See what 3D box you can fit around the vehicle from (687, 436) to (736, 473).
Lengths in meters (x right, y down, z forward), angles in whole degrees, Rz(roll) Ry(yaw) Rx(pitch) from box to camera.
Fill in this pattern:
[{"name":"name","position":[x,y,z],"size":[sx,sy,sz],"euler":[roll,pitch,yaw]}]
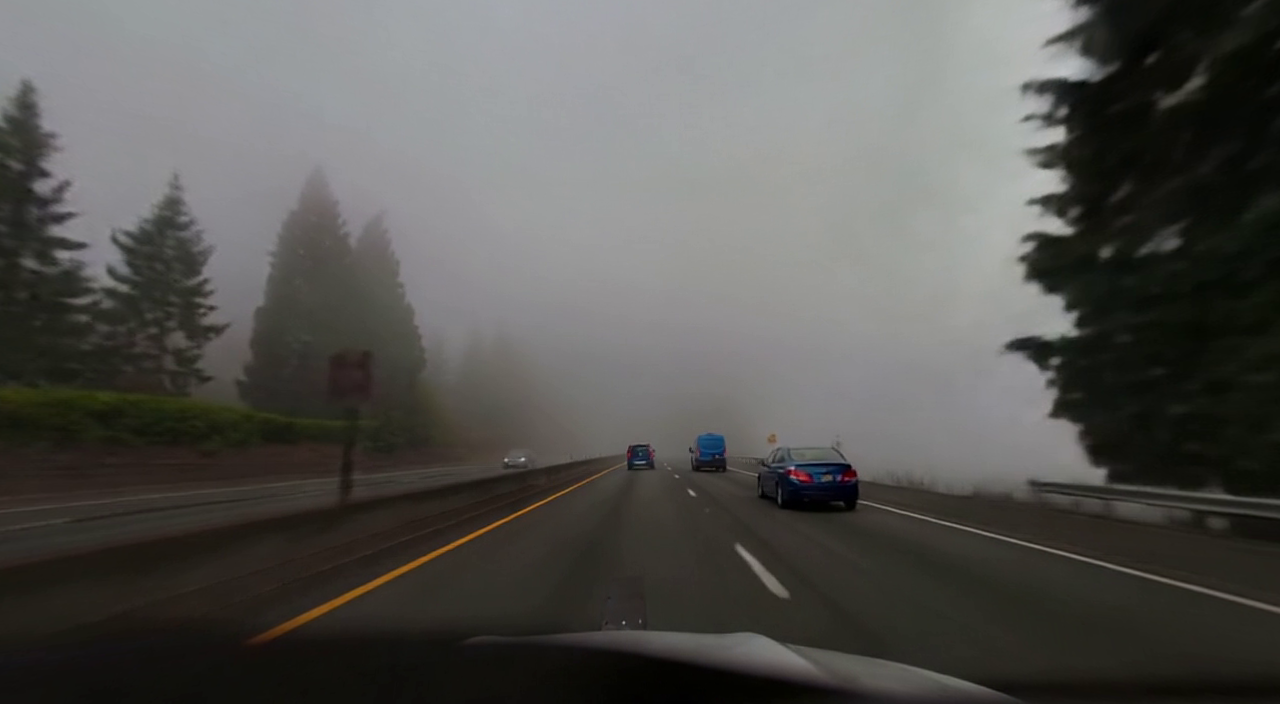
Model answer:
[{"name":"vehicle","position":[4.188,6.134,37.924],"size":[2.371,2.045,4.768],"euler":[0,-9,0]}]

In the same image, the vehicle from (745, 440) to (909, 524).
[{"name":"vehicle","position":[3.665,2.646,13.466],"size":[2.043,1.431,4.922],"euler":[0,-9,0]}]

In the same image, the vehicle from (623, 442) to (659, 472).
[{"name":"vehicle","position":[0.103,6.323,38.197],"size":[2.087,1.707,4.316],"euler":[0,-9,2]}]
